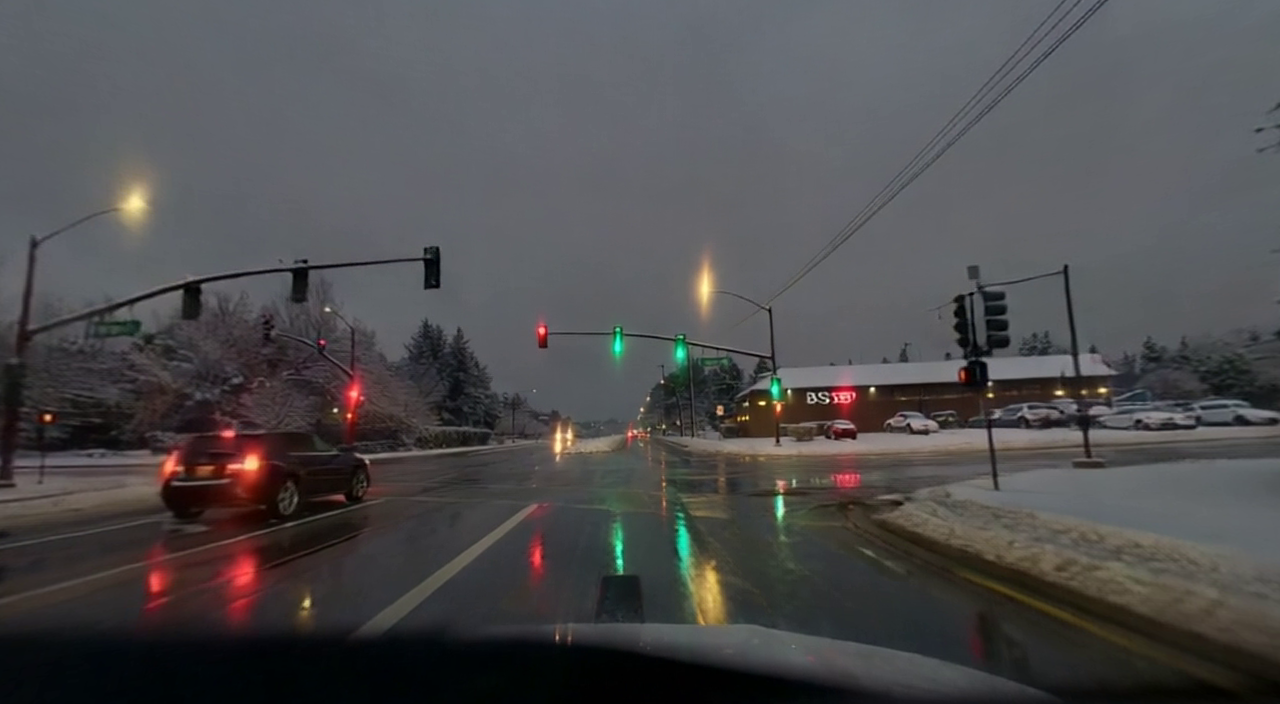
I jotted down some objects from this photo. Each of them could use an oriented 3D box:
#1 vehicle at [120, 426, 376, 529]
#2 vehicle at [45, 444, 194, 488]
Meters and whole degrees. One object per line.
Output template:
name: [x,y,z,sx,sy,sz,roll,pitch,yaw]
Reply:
vehicle: [-6.473,2.097,11.155,1.928,1.451,4.219,0,-8,-3]
vehicle: [-22.231,4.843,27.086,4.722,1.741,2.142,-1,-8,8]
